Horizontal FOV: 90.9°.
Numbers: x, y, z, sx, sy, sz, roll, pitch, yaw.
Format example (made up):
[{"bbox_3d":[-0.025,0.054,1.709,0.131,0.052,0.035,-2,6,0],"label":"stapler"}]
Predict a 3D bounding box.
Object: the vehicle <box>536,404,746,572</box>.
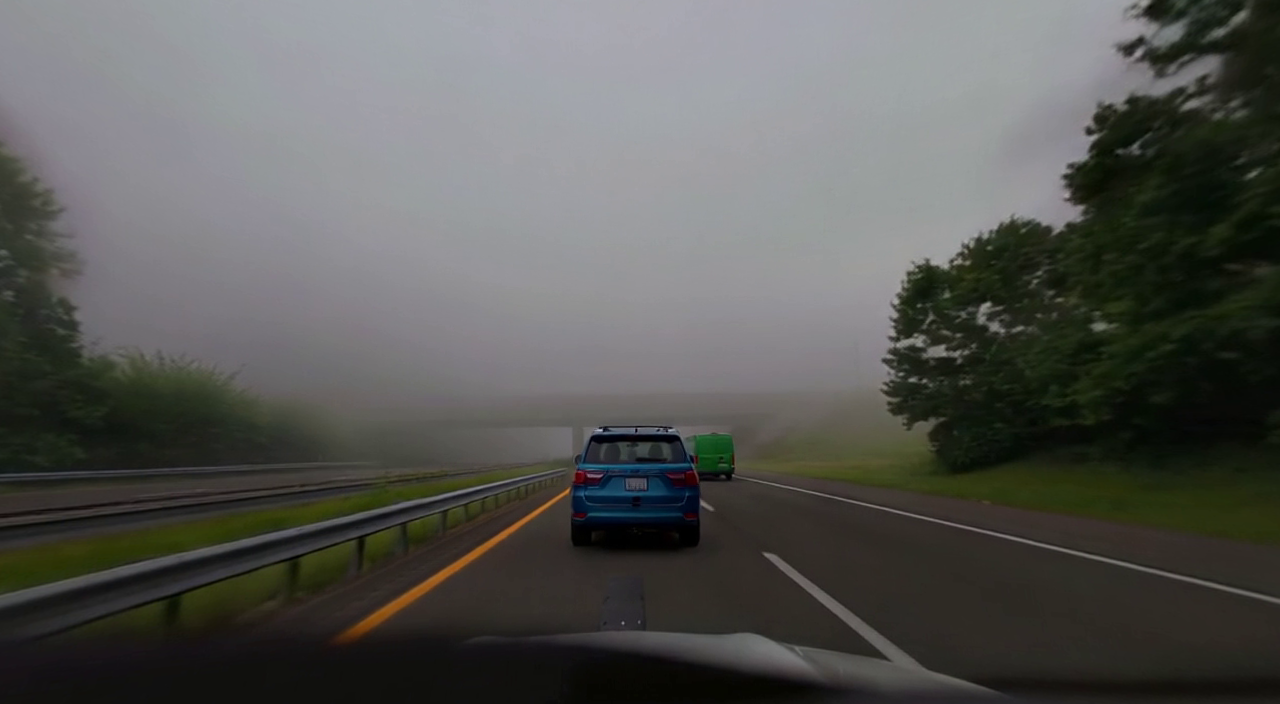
[{"bbox_3d":[0.013,1.799,8.989,2.288,1.823,4.059,0,-9,0],"label":"vehicle"}]
